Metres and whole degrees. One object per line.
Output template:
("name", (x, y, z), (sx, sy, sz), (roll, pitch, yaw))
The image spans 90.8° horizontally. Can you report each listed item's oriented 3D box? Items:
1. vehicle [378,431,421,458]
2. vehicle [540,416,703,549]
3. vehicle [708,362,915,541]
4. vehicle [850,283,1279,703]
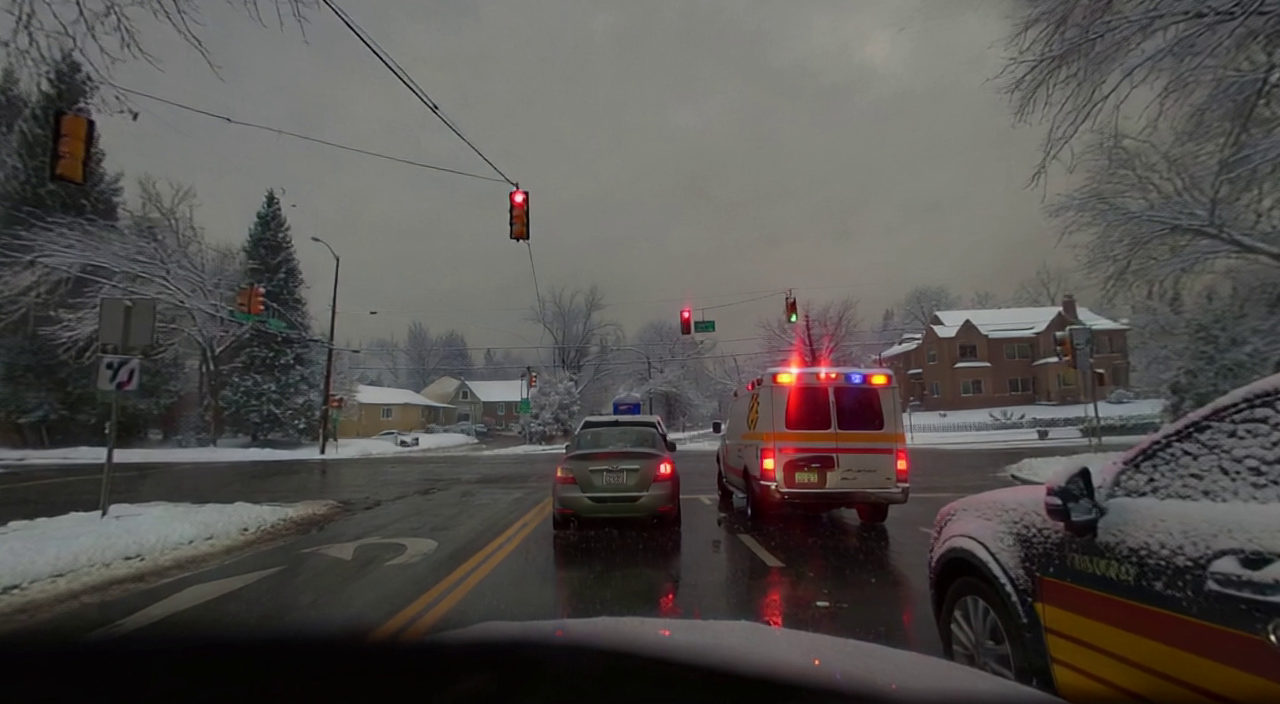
("vehicle", (-17.747, 6.876, 46.851), (2.246, 1.880, 4.454), (1, -9, -12))
("vehicle", (-0.286, 1.975, 10.174), (2.114, 1.707, 3.725), (0, -8, -1))
("vehicle", (2.879, 1.891, 12.361), (2.406, 2.687, 5.521), (0, -8, -1))
("vehicle", (2.846, 0.894, 2.854), (2.194, 1.820, 4.652), (0, -8, 0))
